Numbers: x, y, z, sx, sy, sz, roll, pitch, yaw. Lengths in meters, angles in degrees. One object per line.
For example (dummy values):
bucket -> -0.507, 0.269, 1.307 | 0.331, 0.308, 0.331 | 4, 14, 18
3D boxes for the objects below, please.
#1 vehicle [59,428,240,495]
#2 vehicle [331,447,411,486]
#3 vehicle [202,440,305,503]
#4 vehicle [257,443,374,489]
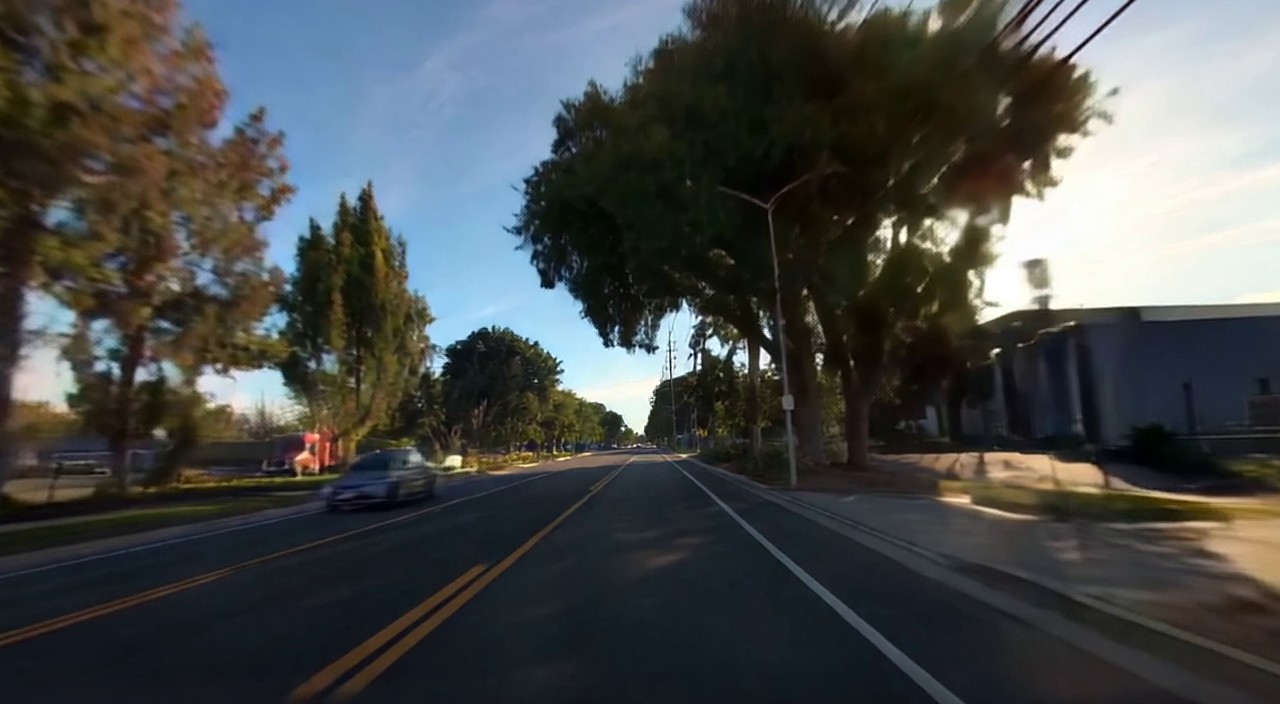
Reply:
vehicle -> -22.009, 4.850, 28.848 | 2.753, 2.286, 6.659 | -8, -7, 3
vehicle -> -14.118, 6.024, 33.474 | 2.053, 1.772, 5.189 | -3, -9, 0
vehicle -> -16.646, 5.107, 27.388 | 1.972, 1.891, 3.936 | 0, 1, 2
vehicle -> -14.120, 4.962, 27.892 | 1.949, 1.735, 5.568 | -2, -8, 4
